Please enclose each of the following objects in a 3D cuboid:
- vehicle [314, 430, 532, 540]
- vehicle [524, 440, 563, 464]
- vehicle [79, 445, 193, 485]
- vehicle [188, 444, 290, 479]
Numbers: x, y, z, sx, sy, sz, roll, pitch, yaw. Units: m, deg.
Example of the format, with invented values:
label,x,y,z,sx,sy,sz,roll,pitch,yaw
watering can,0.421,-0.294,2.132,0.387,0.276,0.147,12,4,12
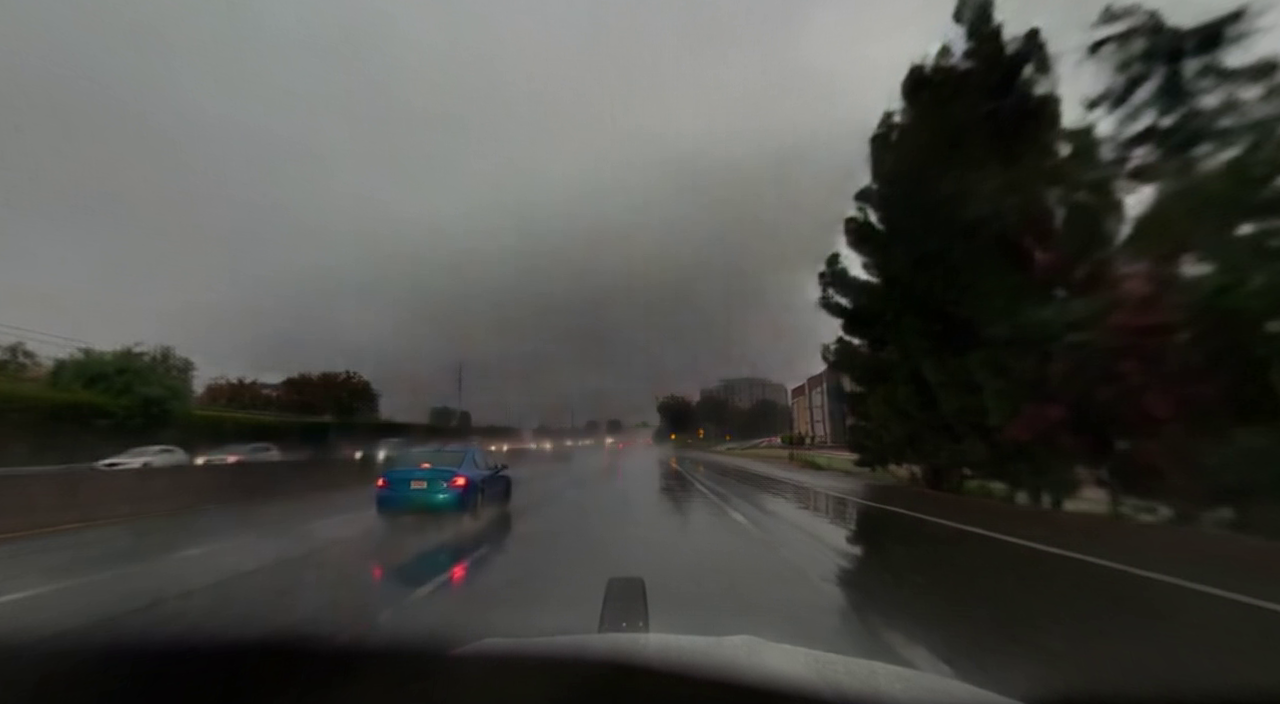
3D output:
label,x,y,z,sx,sy,sz,roll,pitch,yaw
vehicle,-3.550,2.281,11.600,2.144,1.565,4.951,0,-8,1
vehicle,-7.096,7.388,46.799,2.118,1.675,4.395,0,-8,1
vehicle,-24.718,5.526,31.188,1.890,1.792,4.469,0,-8,0
vehicle,-21.019,5.744,33.391,2.038,1.683,4.989,0,-8,1
